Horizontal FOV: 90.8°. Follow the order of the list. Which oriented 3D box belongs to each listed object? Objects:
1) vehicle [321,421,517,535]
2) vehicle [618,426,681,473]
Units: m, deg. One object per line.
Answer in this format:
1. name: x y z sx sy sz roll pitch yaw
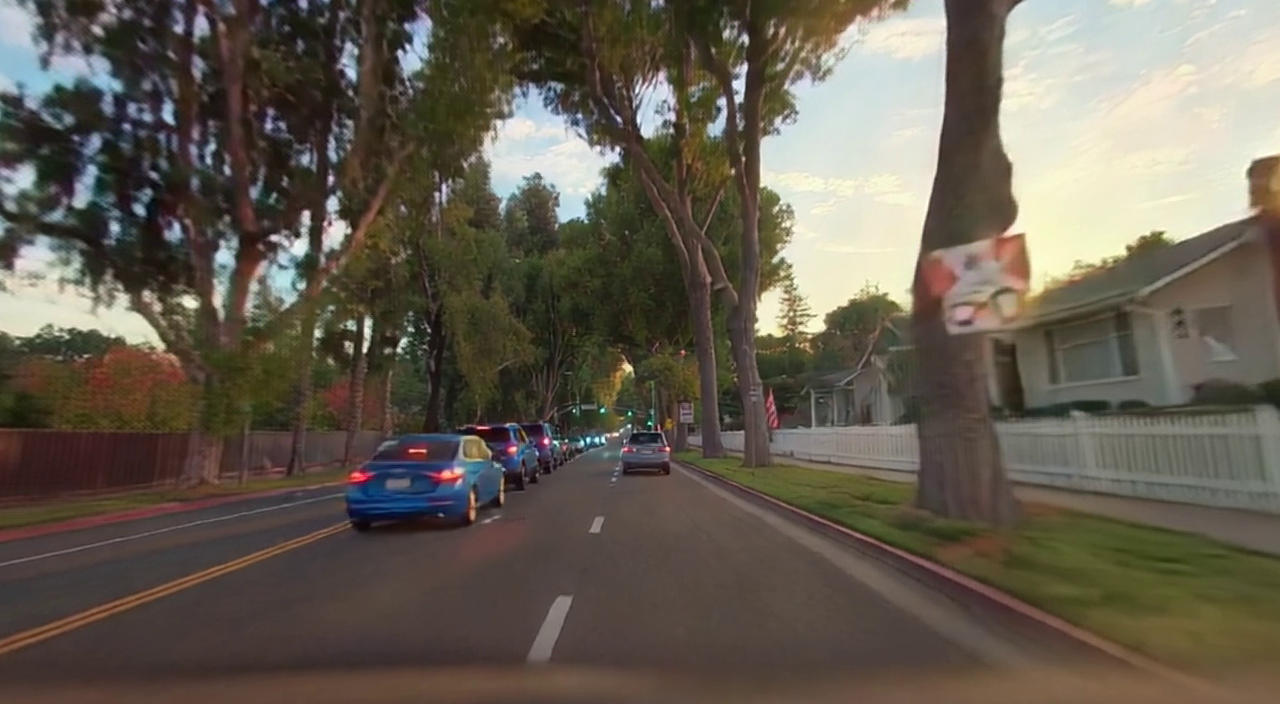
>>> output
1. vehicle: -3.373 2.006 10.711 1.919 1.501 4.509 0 -8 -3
2. vehicle: 0.277 3.871 25.271 2.258 1.682 4.635 0 -8 -2
